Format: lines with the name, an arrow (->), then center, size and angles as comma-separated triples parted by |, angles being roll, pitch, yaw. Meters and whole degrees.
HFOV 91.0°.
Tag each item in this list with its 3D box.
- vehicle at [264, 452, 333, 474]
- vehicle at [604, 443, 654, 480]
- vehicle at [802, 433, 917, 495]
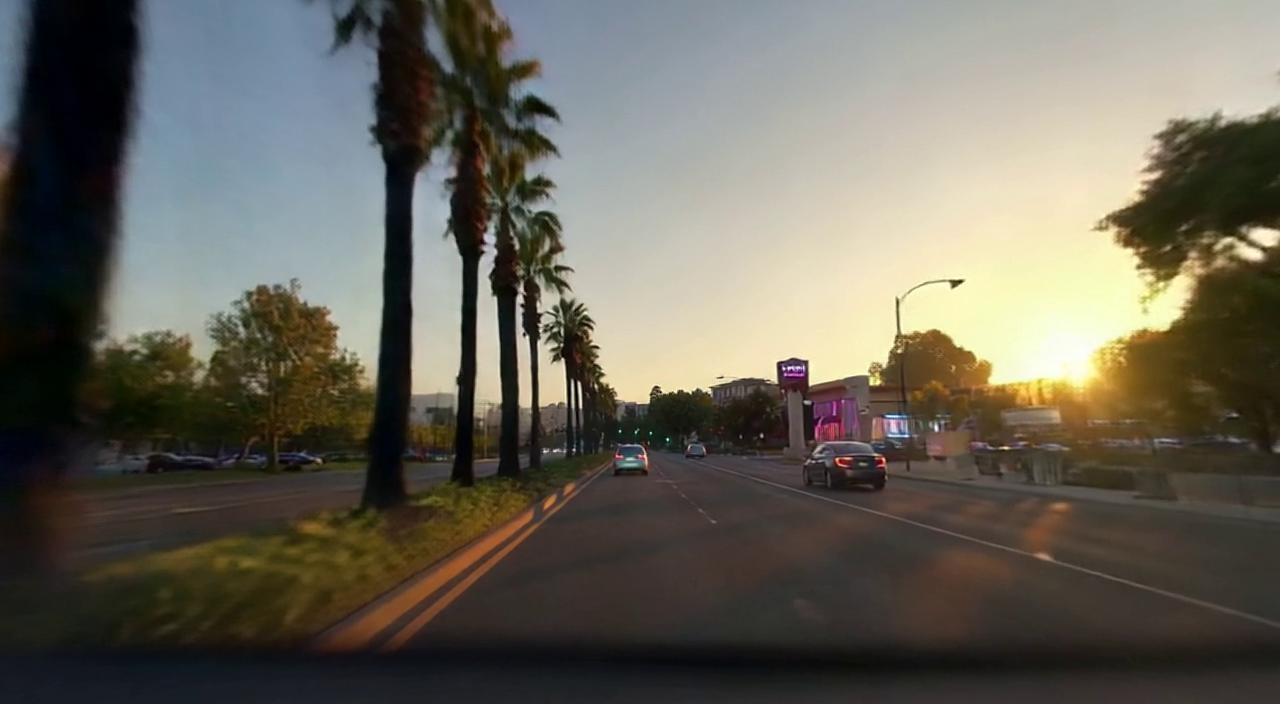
vehicle -> -24.463, 7.928, 45.111 | 3.898, 1.459, 1.680 | 1, -8, -2
vehicle -> -0.441, 4.560, 26.500 | 1.970, 1.402, 3.756 | 0, -8, 0
vehicle -> 6.408, 3.304, 18.926 | 1.949, 1.647, 3.894 | 0, -8, -2
